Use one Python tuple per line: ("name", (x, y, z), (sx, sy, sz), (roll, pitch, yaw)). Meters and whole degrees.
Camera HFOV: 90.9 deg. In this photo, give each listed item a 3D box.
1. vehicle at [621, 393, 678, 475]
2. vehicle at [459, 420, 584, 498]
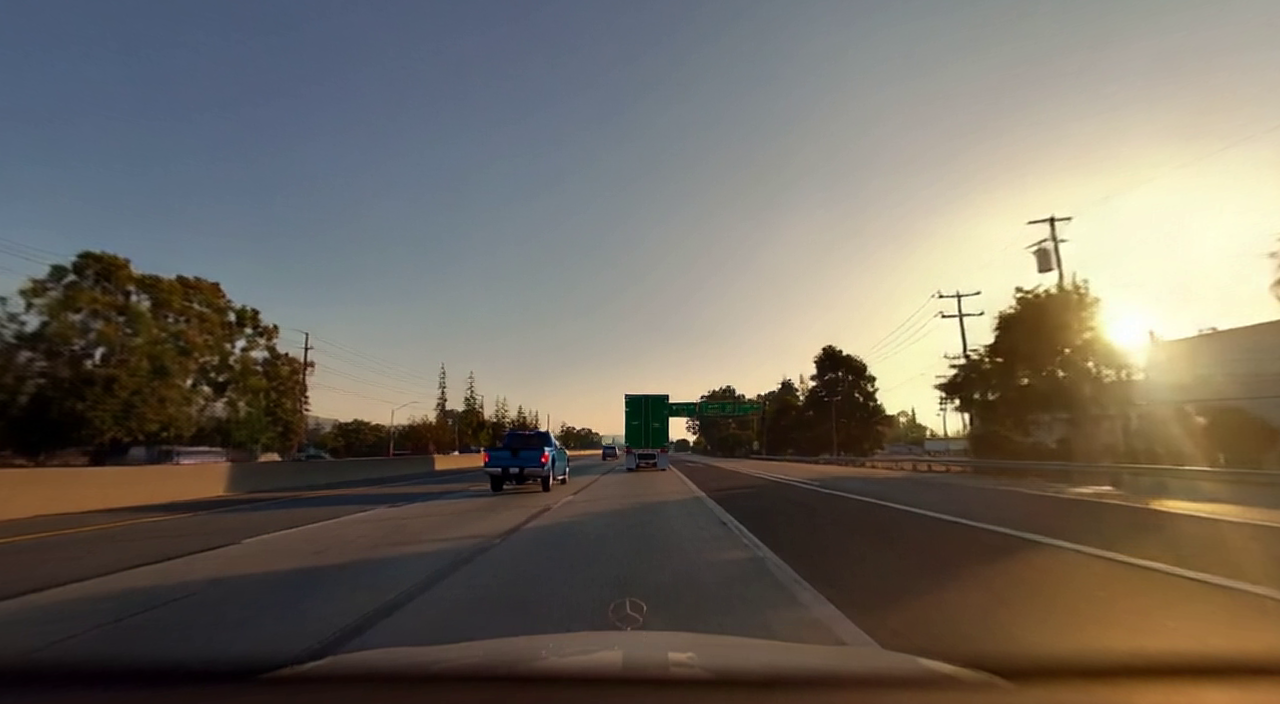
("vehicle", (0.580, 5.062, 38.206), (2.879, 4.085, 13.125), (0, -8, 1))
("vehicle", (-3.579, 3.438, 20.806), (2.749, 2.141, 6.515), (0, -8, 1))
